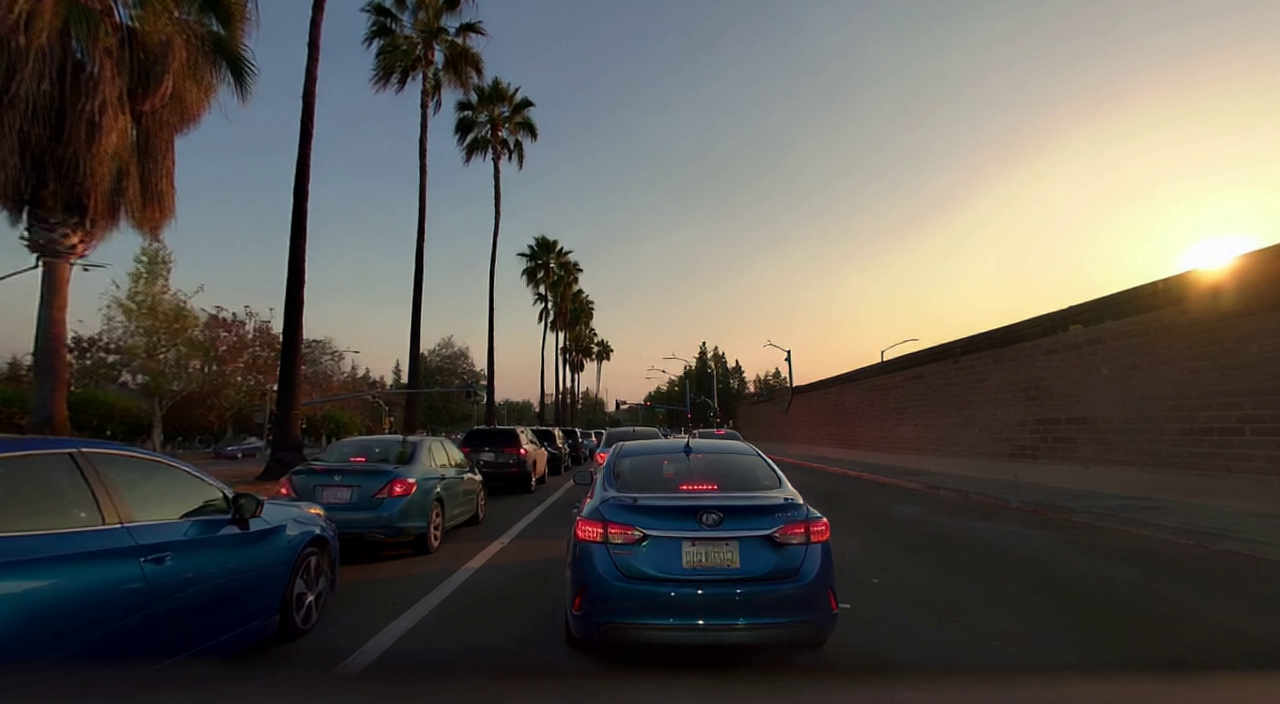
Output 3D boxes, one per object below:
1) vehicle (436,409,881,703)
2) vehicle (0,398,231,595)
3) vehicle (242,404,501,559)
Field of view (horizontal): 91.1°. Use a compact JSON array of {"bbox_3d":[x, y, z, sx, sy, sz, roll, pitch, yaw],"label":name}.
[{"bbox_3d":[0.044,1.336,5.210,2.128,1.473,4.272,0,-8,-1],"label":"vehicle"},{"bbox_3d":[-6.670,1.406,6.392,1.963,1.721,4.662,0,-8,-2],"label":"vehicle"},{"bbox_3d":[-3.511,1.777,9.274,2.055,1.746,4.136,0,-8,-1],"label":"vehicle"}]
